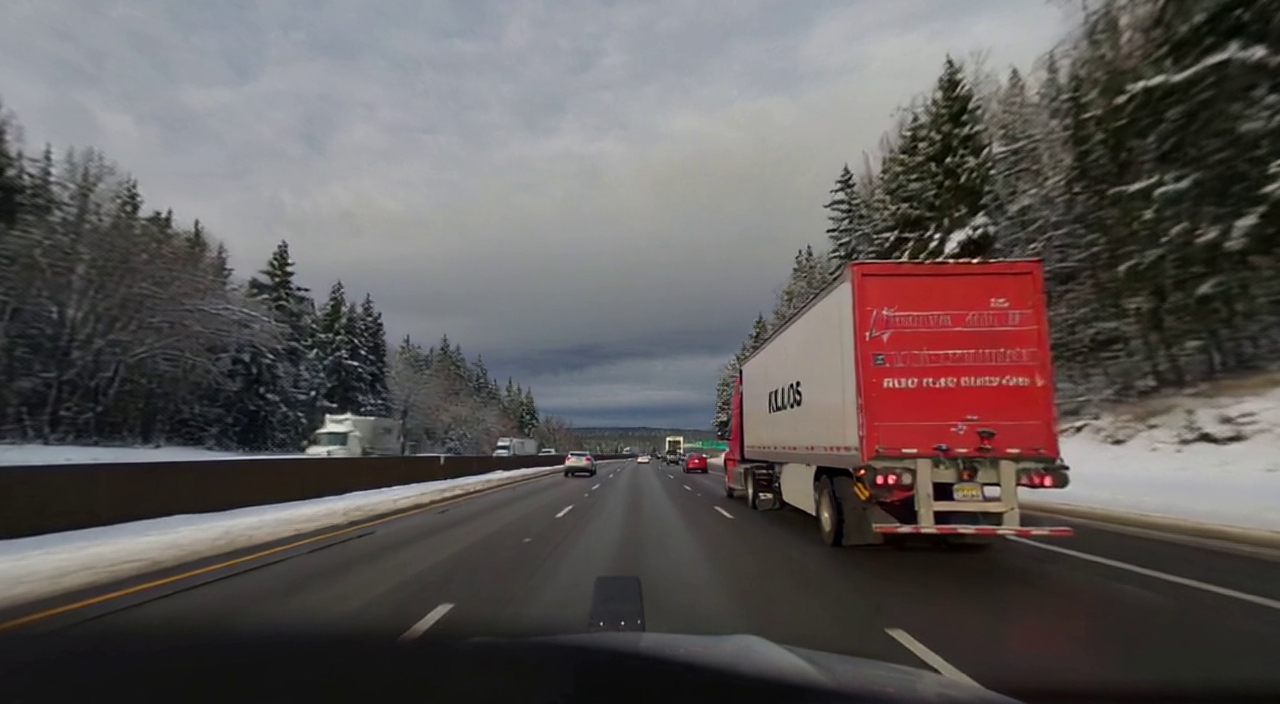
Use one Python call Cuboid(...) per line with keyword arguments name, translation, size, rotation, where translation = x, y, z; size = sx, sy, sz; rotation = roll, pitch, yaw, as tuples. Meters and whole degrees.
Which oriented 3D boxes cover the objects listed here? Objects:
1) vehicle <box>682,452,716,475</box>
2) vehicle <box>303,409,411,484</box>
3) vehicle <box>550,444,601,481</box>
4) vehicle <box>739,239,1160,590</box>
Cuboid(name="vehicle", translation=(4.369, 8.381, 47.434), size=(2.176, 1.598, 3.878), rotation=(0, -9, 0))
Cuboid(name="vehicle", translation=(-15.869, 5.398, 35.927), size=(2.948, 3.821, 6.296), rotation=(0, -9, 2))
Cuboid(name="vehicle", translation=(-3.115, 5.435, 31.132), size=(2.017, 1.683, 4.309), rotation=(0, -9, 0))
Cuboid(name="vehicle", translation=(4.285, 1.512, 12.685), size=(2.914, 3.998, 11.103), rotation=(0, -9, 1))
